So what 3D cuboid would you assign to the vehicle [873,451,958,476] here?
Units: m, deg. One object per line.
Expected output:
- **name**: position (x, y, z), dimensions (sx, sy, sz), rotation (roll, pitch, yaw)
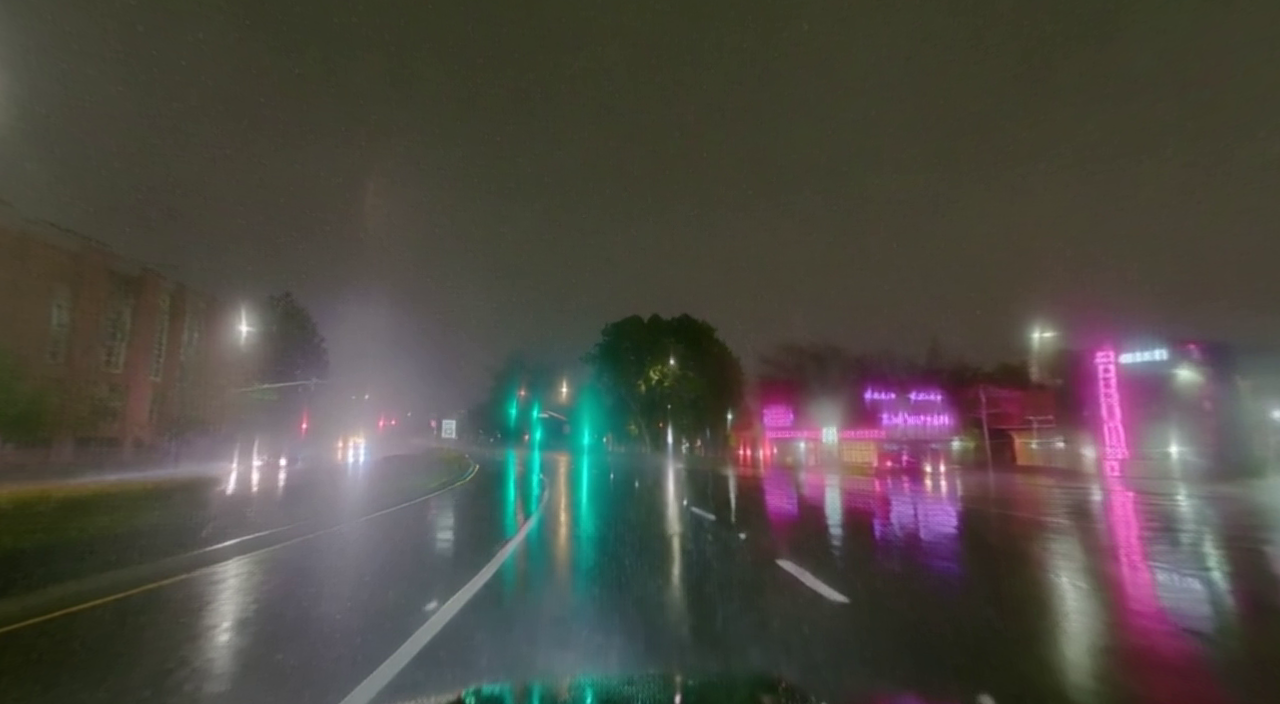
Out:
- **vehicle**: position (19.263, 7.840, 44.279), dimensions (4.946, 1.656, 2.139), rotation (0, -8, -1)
